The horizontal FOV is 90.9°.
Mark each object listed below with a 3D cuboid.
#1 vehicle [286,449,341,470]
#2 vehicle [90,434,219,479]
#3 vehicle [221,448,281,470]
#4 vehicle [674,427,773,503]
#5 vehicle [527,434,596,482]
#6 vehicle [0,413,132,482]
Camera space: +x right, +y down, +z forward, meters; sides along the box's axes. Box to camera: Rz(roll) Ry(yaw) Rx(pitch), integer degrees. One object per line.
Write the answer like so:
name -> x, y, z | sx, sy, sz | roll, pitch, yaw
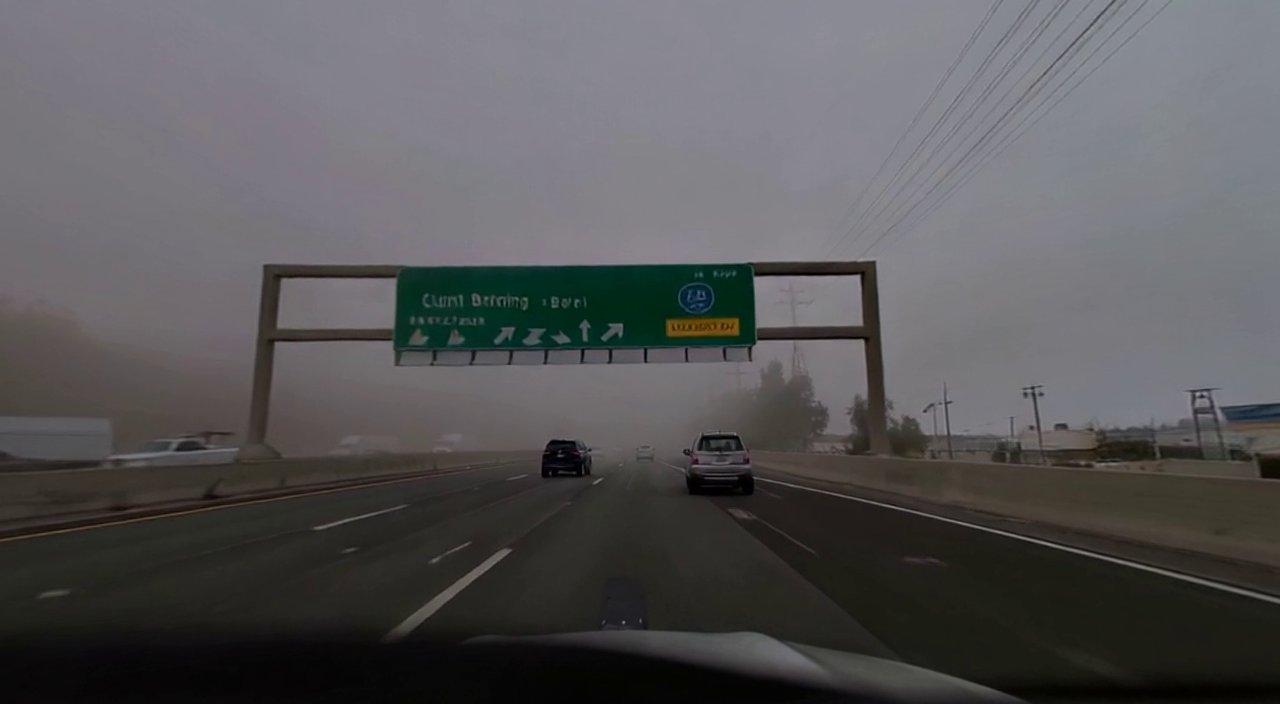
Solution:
vehicle -> -24.707, 8.104, 47.878 | 2.060, 1.474, 3.952 | 0, -8, -2
vehicle -> -22.908, 4.941, 30.066 | 2.258, 1.959, 4.897 | 0, -8, -1
vehicle -> -29.346, 8.059, 47.772 | 1.762, 1.498, 4.459 | -1, -8, -1
vehicle -> 2.024, 2.905, 16.599 | 2.134, 1.733, 4.049 | 0, -8, 1
vehicle -> -3.088, 4.256, 25.707 | 2.125, 1.764, 4.393 | 0, -8, 1
vehicle -> -32.608, 4.990, 32.943 | 2.955, 3.302, 11.152 | 0, -8, -1
